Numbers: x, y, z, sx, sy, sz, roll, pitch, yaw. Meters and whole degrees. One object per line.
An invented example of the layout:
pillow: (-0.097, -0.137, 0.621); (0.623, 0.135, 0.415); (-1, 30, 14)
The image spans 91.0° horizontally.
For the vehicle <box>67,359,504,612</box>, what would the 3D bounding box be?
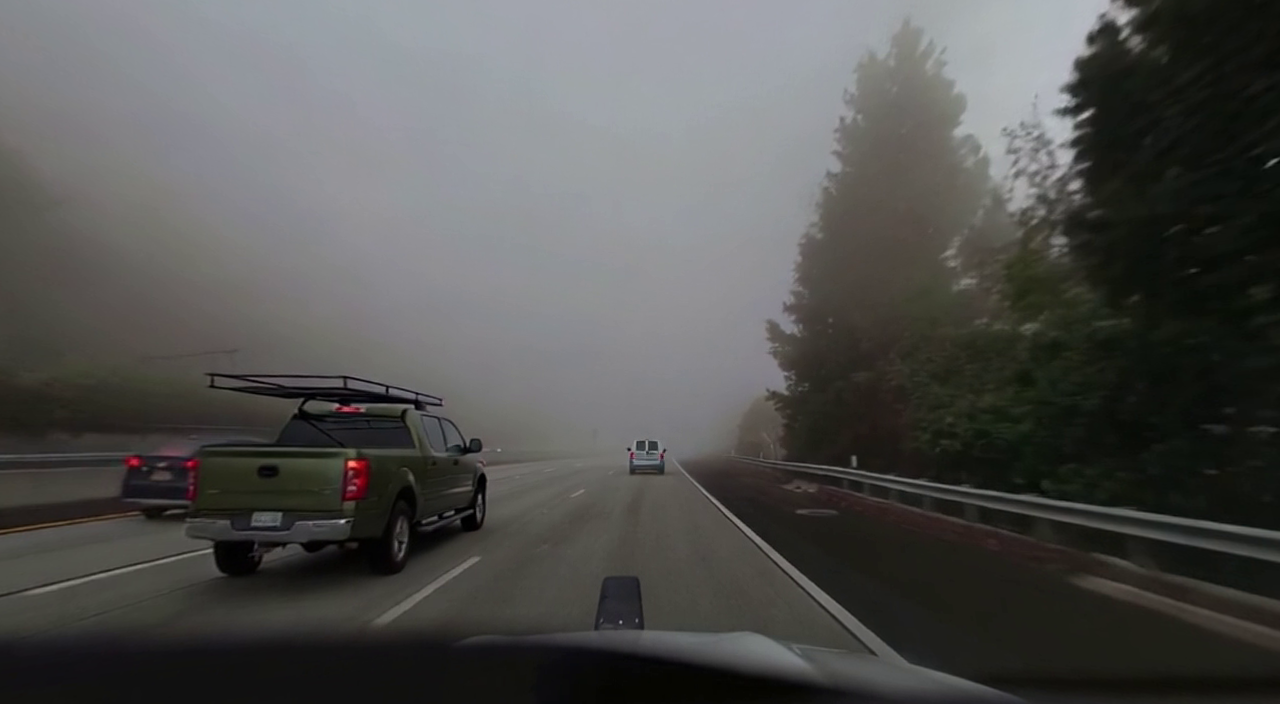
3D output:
vehicle: (-3.271, 1.393, 7.386); (2.250, 1.947, 4.860); (0, -9, 0)

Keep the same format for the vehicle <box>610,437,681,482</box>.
vehicle: (0.250, 4.492, 26.654); (2.715, 1.669, 5.163); (0, -9, 1)
